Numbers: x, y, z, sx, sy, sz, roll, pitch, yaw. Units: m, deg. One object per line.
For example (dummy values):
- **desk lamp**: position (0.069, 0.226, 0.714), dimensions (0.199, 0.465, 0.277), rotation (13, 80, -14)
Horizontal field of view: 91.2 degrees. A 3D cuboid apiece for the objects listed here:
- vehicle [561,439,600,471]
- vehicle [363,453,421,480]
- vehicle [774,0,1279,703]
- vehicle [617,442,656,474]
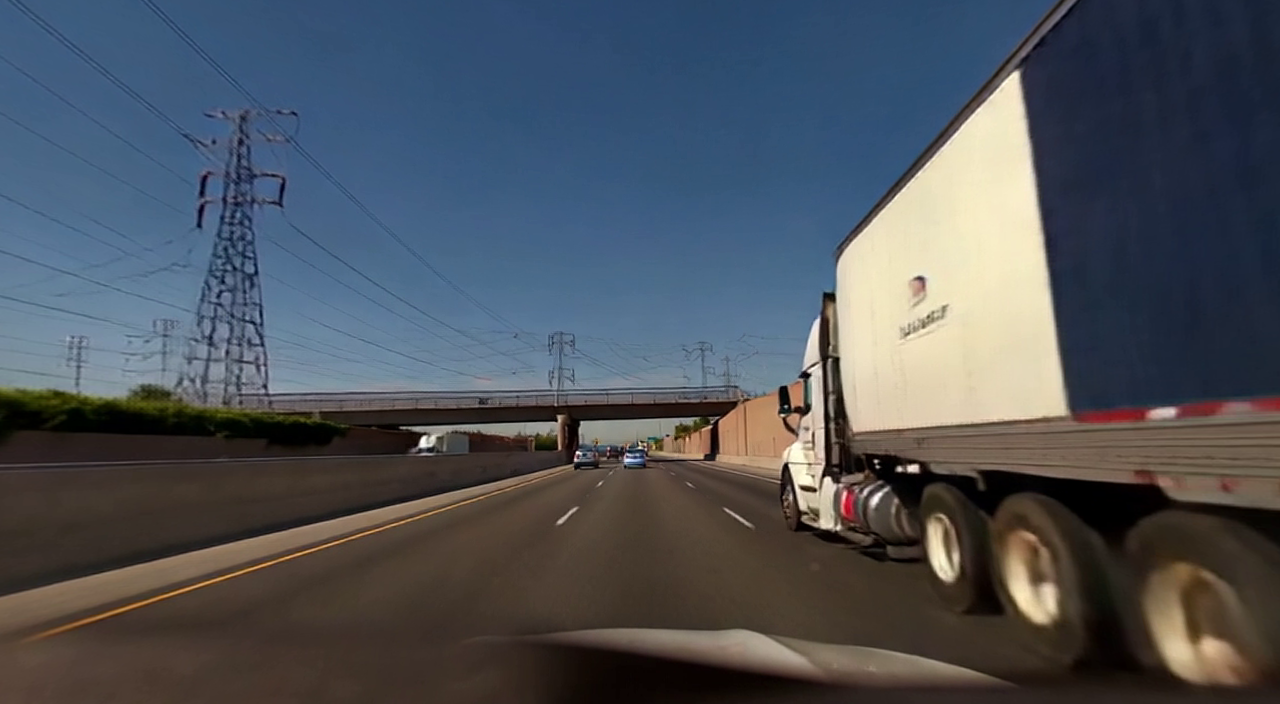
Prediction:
- **vehicle**: position (-3.820, 6.716, 40.946), dimensions (2.077, 1.884, 4.961), rotation (0, -9, 0)
- **vehicle**: position (-15.649, 7.205, 39.725), dimensions (1.835, 1.528, 4.482), rotation (0, -9, 0)
- **vehicle**: position (3.838, 0.148, 5.266), dimensions (3.011, 3.930, 10.078), rotation (0, -9, -1)
- **vehicle**: position (-0.212, 5.786, 34.350), dimensions (2.004, 1.615, 4.113), rotation (0, -9, 0)
